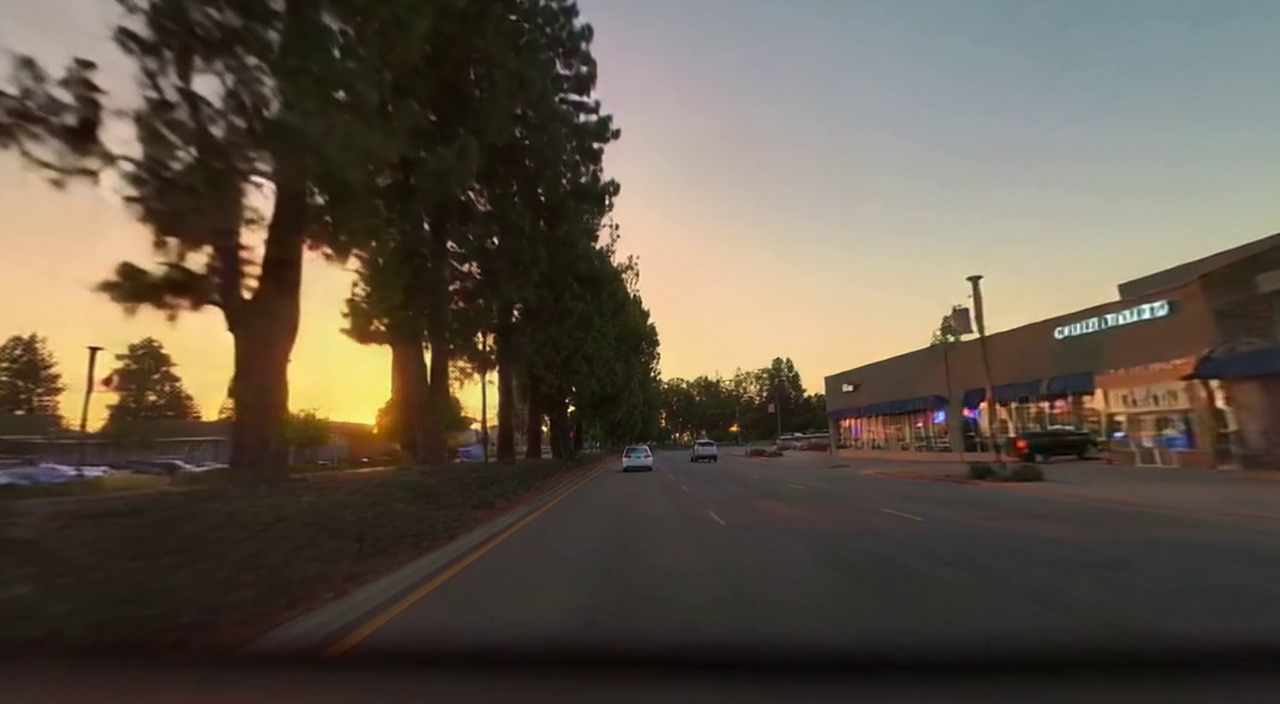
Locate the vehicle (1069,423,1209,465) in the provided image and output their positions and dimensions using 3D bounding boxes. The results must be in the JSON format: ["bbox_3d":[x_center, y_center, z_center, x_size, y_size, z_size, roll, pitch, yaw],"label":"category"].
[{"bbox_3d":[21.354,3.987,27.341,2.136,1.603,4.534,0,-9,-4],"label":"vehicle"}]

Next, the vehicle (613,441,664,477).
[{"bbox_3d":[-0.089,4.729,28.157,2.126,1.475,3.967,0,-9,-1],"label":"vehicle"}]

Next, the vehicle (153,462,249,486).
[{"bbox_3d":[-29.196,8.126,42.158,4.702,1.471,2.215,0,-9,-1],"label":"vehicle"}]

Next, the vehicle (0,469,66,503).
[{"bbox_3d":[-30.185,6.323,29.939,4.125,1.427,2.000,-1,-9,5],"label":"vehicle"}]

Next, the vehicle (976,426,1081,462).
[{"bbox_3d":[21.498,5.147,35.195,2.015,1.821,4.696,2,-9,-17],"label":"vehicle"}]
